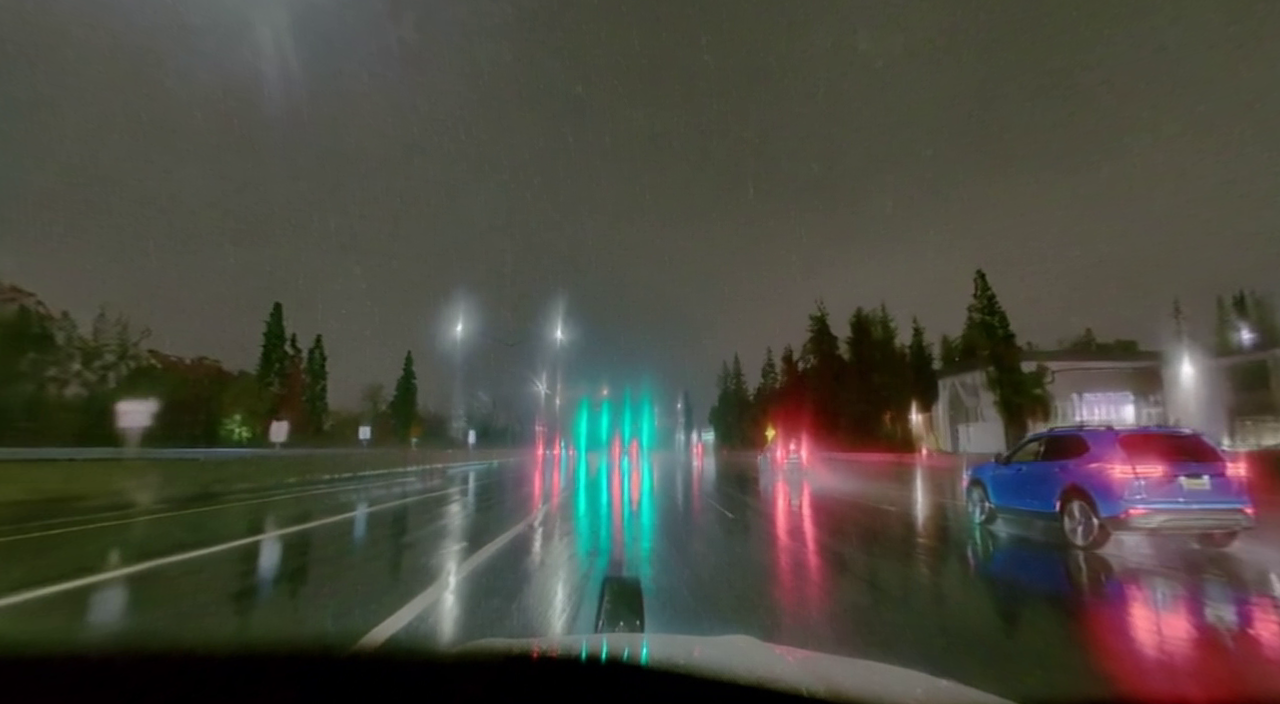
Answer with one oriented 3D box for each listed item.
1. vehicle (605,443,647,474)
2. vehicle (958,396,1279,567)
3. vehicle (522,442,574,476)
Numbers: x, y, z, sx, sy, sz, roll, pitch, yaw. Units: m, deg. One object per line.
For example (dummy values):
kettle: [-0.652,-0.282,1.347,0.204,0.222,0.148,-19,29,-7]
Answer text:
vehicle: [-0.745,5.442,32.464,1.997,1.485,4.094,0,-9,-2]
vehicle: [6.955,1.731,9.185,2.028,1.801,4.741,0,-9,-2]
vehicle: [-4.358,5.130,30.578,1.886,1.465,4.625,0,-9,0]
